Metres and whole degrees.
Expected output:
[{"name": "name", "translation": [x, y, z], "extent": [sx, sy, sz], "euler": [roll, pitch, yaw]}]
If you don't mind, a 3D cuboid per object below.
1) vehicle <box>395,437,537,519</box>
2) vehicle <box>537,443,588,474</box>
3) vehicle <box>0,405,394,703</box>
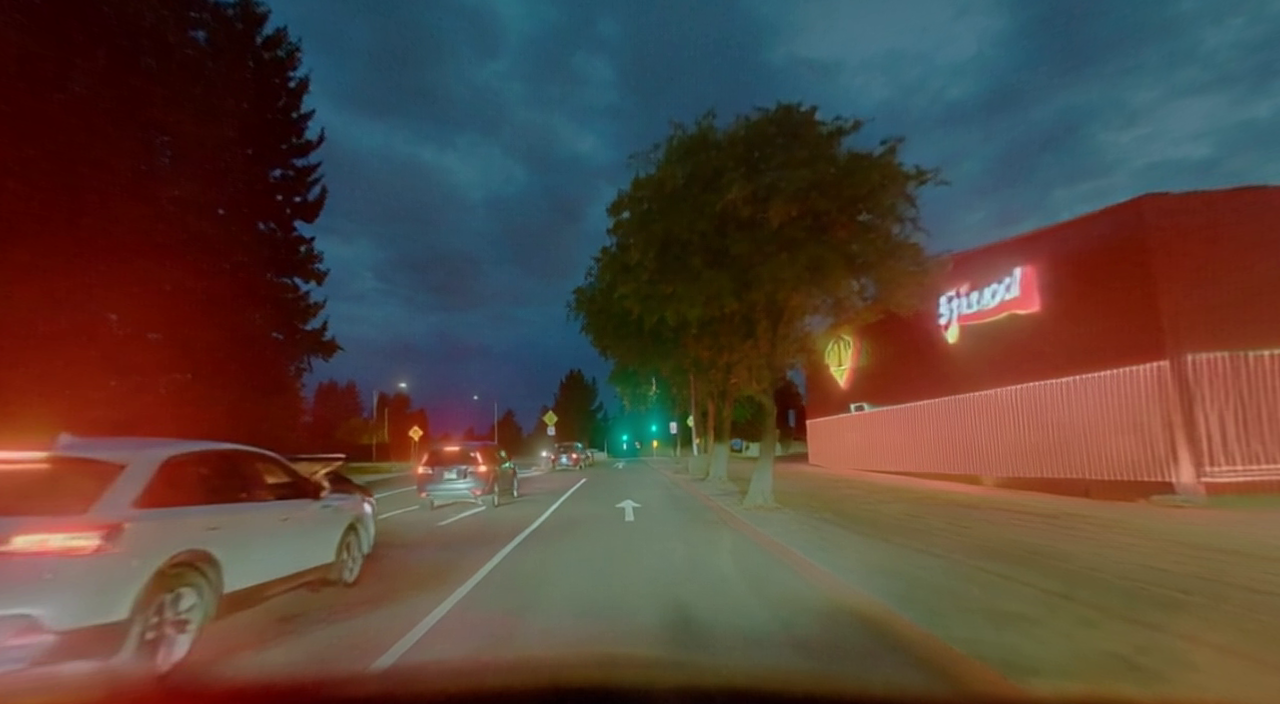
[{"name": "vehicle", "translation": [-3.558, 2.614, 13.745], "extent": [1.853, 1.478, 4.381], "euler": [0, -8, 0]}, {"name": "vehicle", "translation": [-3.883, 5.412, 32.194], "extent": [1.962, 1.424, 4.289], "euler": [0, -8, 1]}, {"name": "vehicle", "translation": [-3.421, 1.242, 4.400], "extent": [1.768, 1.539, 4.147], "euler": [0, -8, -1]}]
